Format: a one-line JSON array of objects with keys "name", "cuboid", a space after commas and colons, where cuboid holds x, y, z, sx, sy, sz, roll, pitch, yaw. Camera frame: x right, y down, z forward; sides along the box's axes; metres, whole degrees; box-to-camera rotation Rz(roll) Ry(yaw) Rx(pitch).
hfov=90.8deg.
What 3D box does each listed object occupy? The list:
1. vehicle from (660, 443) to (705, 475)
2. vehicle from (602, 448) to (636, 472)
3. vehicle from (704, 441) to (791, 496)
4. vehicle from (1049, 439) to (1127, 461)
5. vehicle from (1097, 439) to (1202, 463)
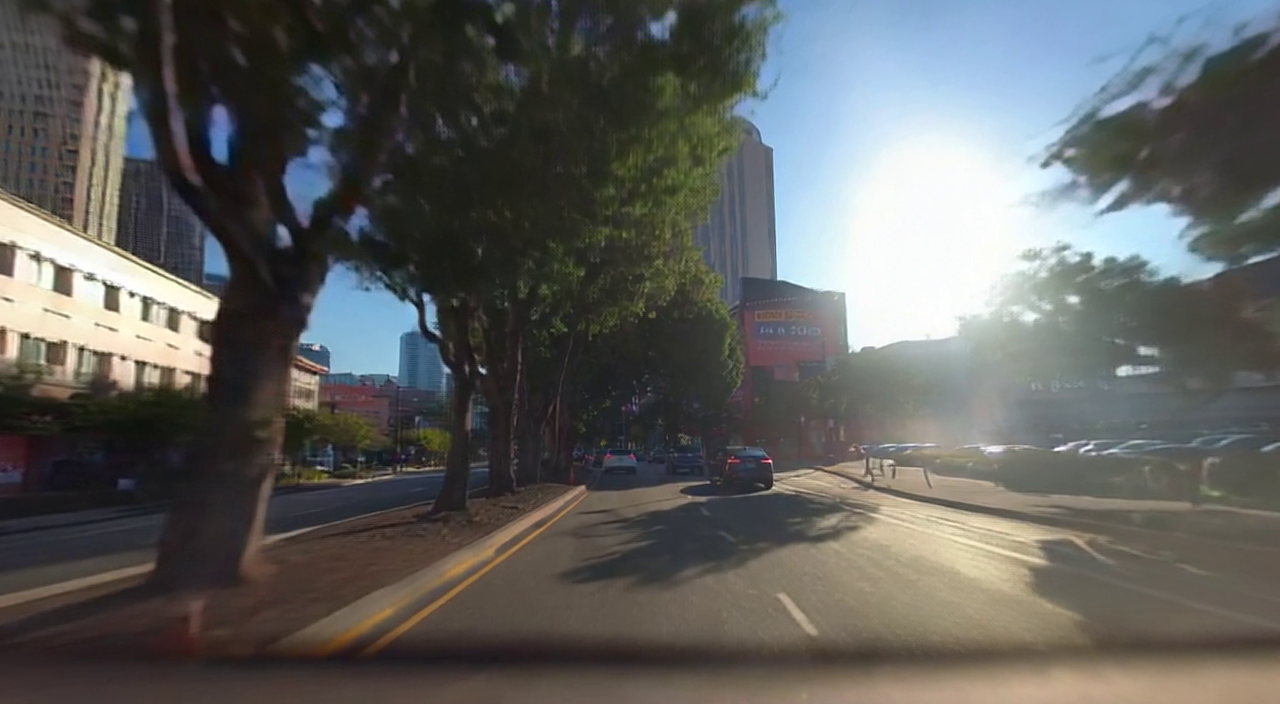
[{"name": "vehicle", "cuboid": [2.451, 6.329, 37.544, 2.046, 1.768, 4.370, 1, -9, -5]}, {"name": "vehicle", "cuboid": [-1.505, 7.472, 43.899, 2.068, 1.512, 3.987, 1, -9, -6]}, {"name": "vehicle", "cuboid": [3.353, 3.742, 20.579, 1.966, 1.596, 3.980, 0, -9, -3]}, {"name": "vehicle", "cuboid": [32.573, 7.134, 46.001, 4.032, 1.560, 2.059, 0, -9, -2]}, {"name": "vehicle", "cuboid": [32.465, 6.323, 40.341, 4.860, 1.461, 2.041, 0, -9, 0]}]
